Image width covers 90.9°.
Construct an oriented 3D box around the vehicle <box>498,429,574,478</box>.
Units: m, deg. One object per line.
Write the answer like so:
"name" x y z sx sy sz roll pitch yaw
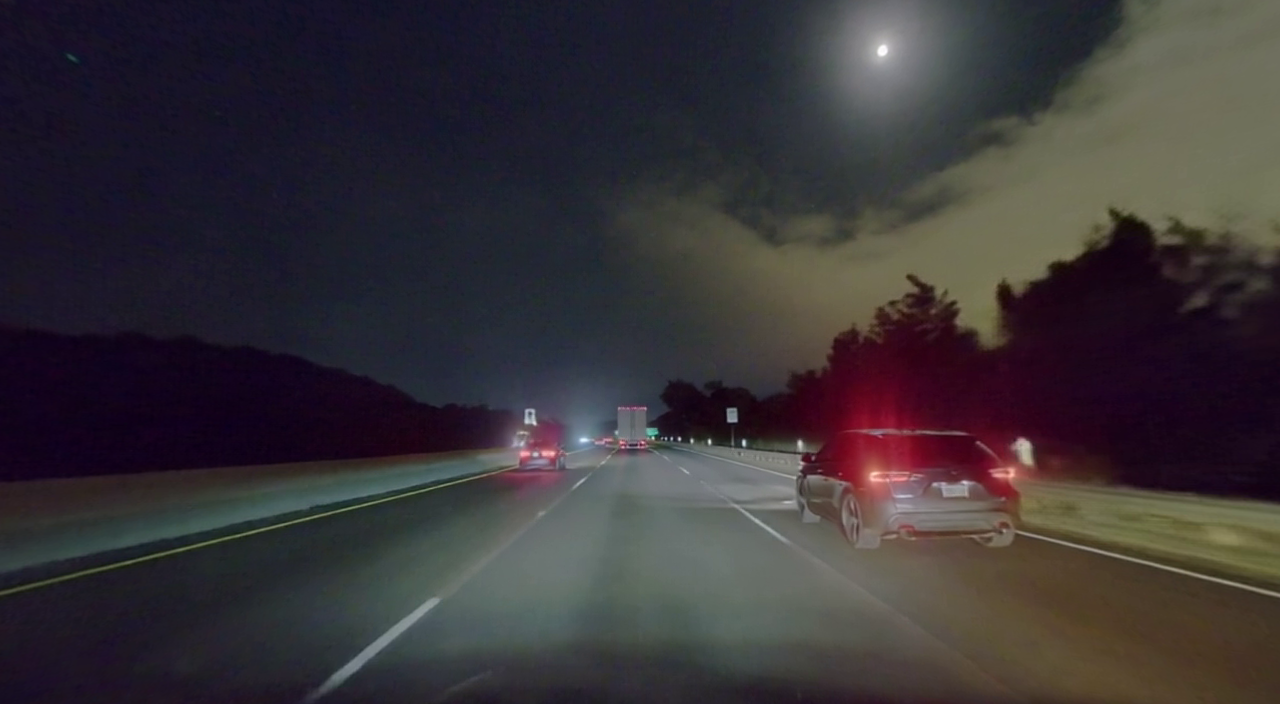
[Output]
"vehicle" -3.802 3.763 23.847 2.123 1.655 4.688 0 -8 -1
